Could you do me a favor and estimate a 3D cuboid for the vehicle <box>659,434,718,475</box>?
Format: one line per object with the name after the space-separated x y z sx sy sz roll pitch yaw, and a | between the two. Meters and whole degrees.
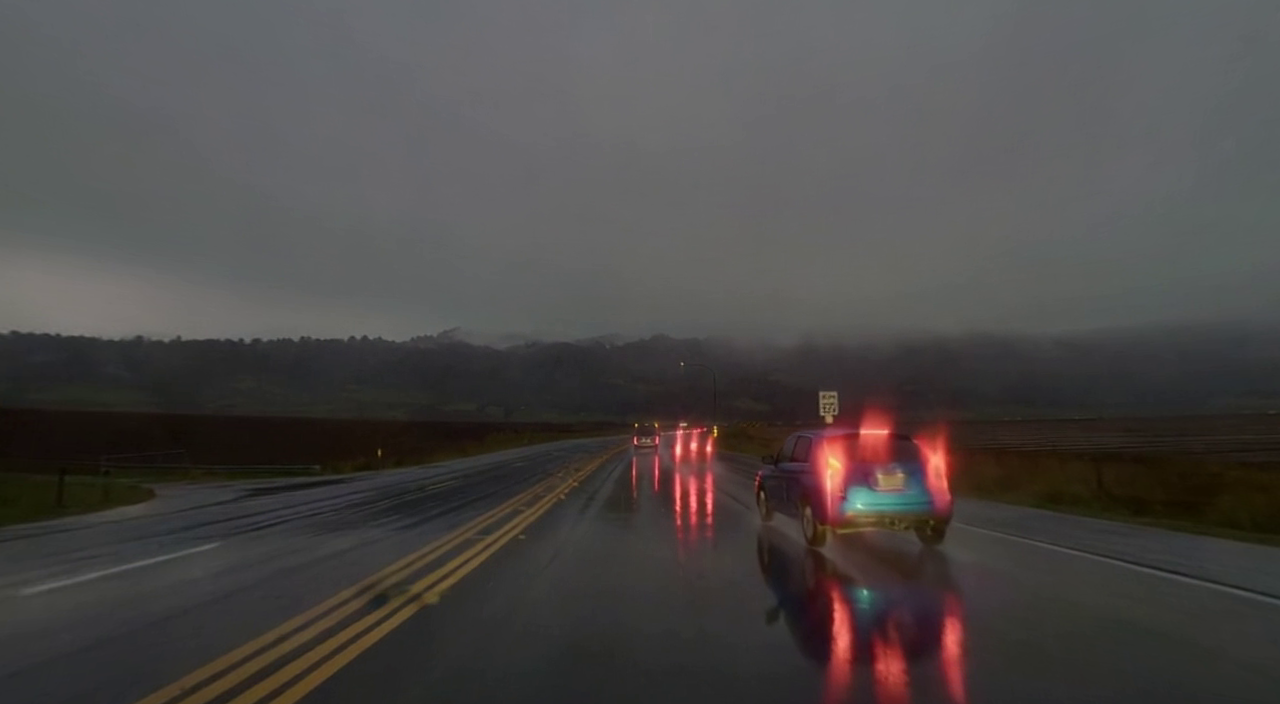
1.916 4.244 26.350 2.026 1.531 4.273 0 -8 -1 | vehicle

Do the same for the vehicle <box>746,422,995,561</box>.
2.925 1.859 9.114 2.007 1.534 3.976 0 -8 -1 | vehicle
